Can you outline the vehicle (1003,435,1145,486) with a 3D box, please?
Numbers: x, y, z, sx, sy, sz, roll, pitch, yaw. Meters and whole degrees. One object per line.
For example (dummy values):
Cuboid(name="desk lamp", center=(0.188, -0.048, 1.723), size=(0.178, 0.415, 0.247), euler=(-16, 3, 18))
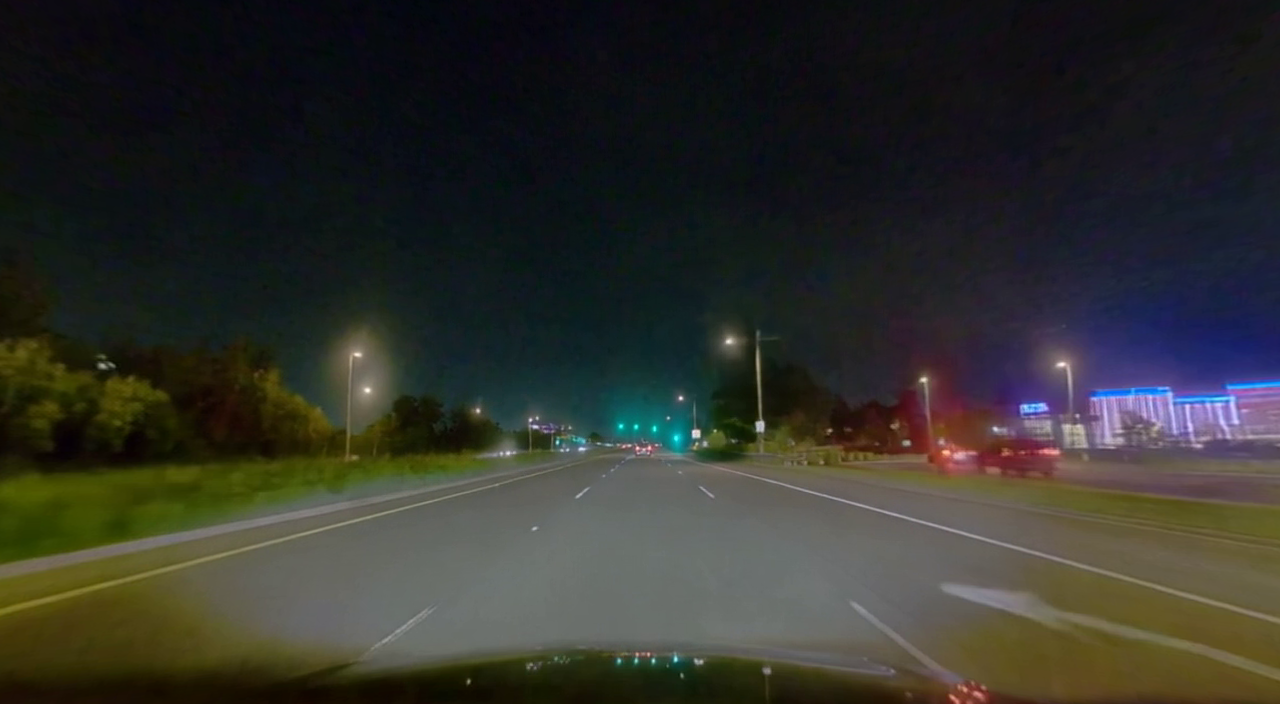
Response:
Cuboid(name="vehicle", center=(16.106, 4.035, 23.734), size=(2.037, 1.718, 4.610), euler=(0, -9, 0))
